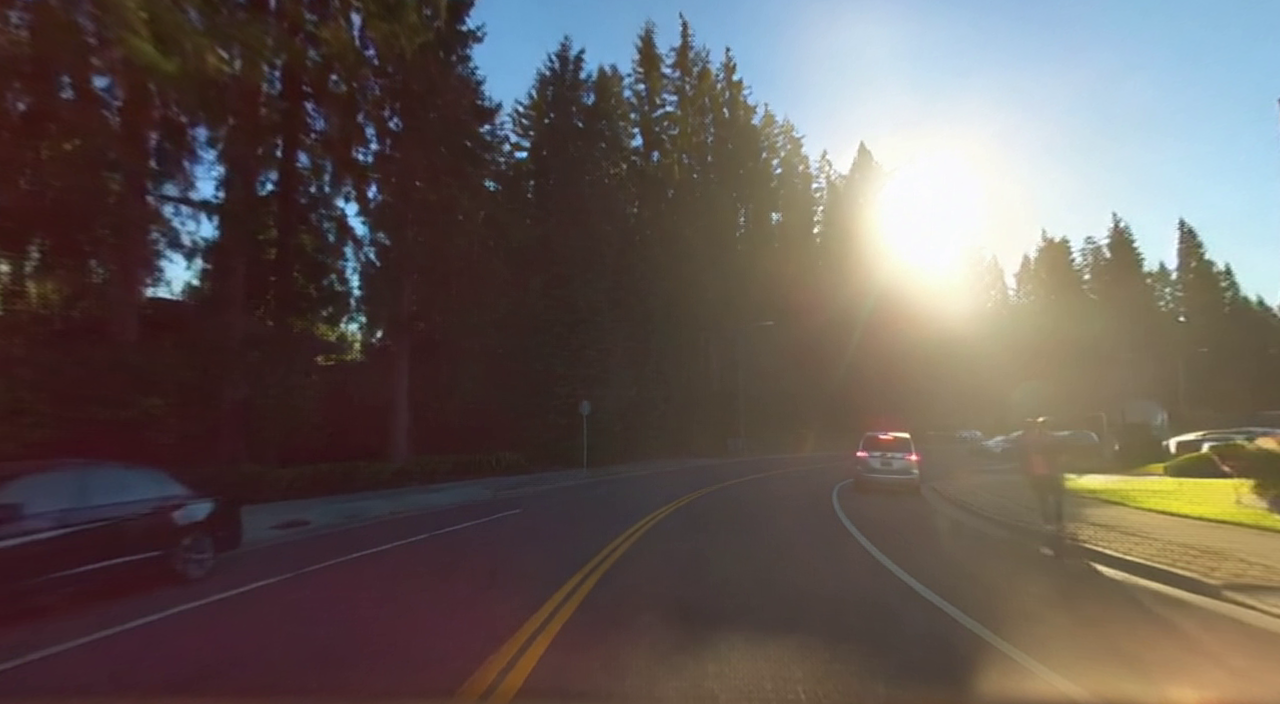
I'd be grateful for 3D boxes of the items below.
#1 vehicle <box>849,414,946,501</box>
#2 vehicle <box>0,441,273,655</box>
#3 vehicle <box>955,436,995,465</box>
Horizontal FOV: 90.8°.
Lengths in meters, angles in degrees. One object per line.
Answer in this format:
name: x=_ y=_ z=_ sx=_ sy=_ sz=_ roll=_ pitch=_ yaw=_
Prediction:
vehicle: x=7.283 y=3.007 z=18.228 sx=2.043 sy=2.250 sz=3.024 roll=-2 pitch=-9 yaw=13
vehicle: x=-5.388 y=1.483 z=5.199 sx=1.930 sy=1.487 sz=4.213 roll=0 pitch=-9 yaw=5
vehicle: x=22.238 y=6.550 z=41.849 sx=1.922 sy=1.785 sz=4.513 roll=-6 pitch=-12 yaw=31
